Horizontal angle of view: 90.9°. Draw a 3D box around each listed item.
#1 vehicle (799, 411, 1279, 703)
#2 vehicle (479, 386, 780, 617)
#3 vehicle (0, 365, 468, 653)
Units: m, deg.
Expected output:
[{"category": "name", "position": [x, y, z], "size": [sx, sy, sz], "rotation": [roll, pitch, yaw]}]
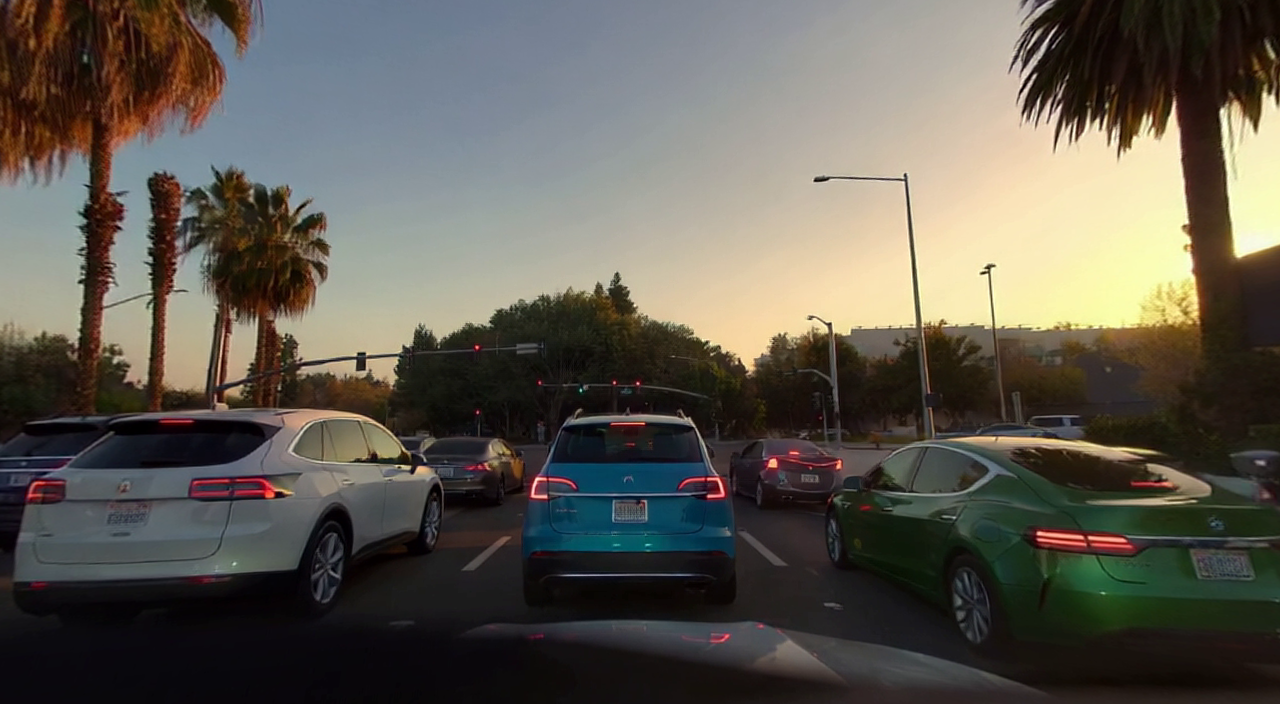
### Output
[{"category": "vehicle", "position": [2.963, 1.367, 5.257], "size": [2.017, 1.491, 4.611], "rotation": [0, -8, -1]}, {"category": "vehicle", "position": [-0.132, 1.457, 7.062], "size": [2.280, 1.747, 4.361], "rotation": [0, -8, -2]}, {"category": "vehicle", "position": [-3.350, 1.277, 6.126], "size": [2.014, 1.755, 4.360], "rotation": [0, -8, 1]}]
